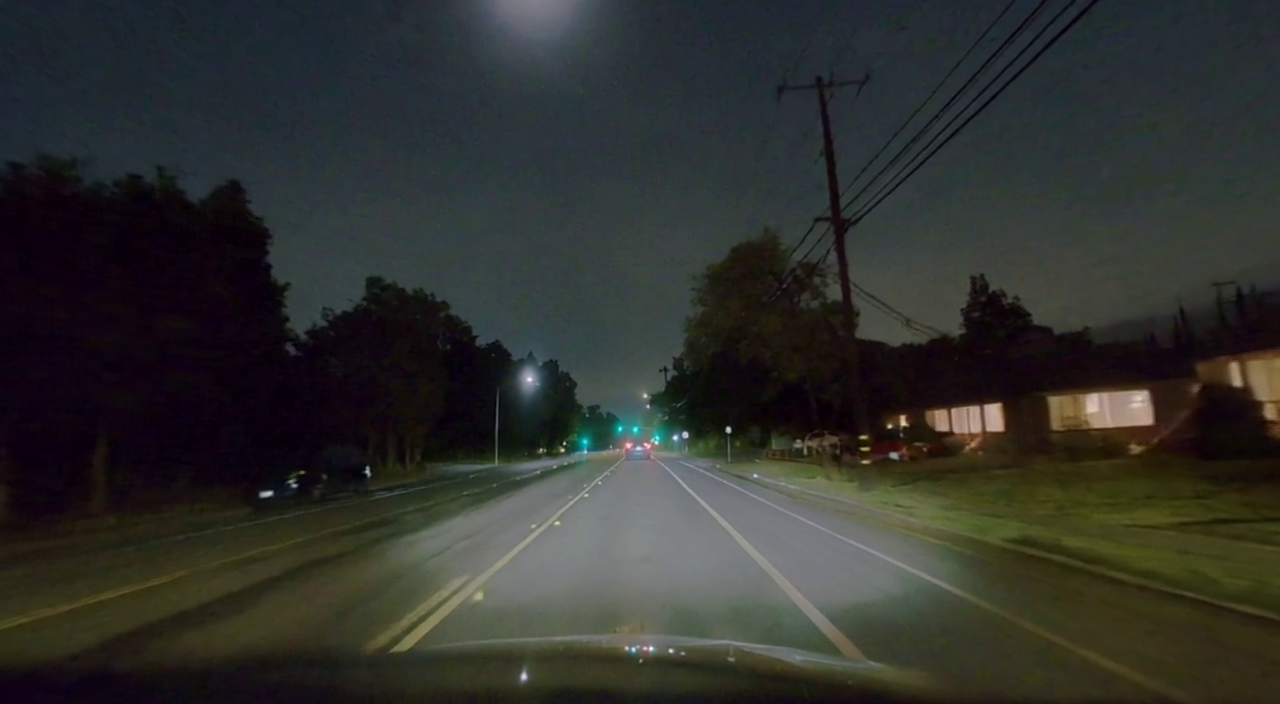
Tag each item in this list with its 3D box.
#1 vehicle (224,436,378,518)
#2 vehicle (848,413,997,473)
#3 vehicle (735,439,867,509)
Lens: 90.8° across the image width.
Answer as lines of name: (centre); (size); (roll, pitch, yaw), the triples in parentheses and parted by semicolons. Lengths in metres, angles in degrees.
vehicle: (-10.958, 4.013, 20.987); (2.111, 2.050, 5.328); (-8, -8, 0)
vehicle: (10.847, 3.515, 24.424); (4.709, 1.743, 1.965); (-5, -8, -8)
vehicle: (3.901, 3.021, 16.205); (2.167, 1.535, 4.464); (0, -8, -1)
